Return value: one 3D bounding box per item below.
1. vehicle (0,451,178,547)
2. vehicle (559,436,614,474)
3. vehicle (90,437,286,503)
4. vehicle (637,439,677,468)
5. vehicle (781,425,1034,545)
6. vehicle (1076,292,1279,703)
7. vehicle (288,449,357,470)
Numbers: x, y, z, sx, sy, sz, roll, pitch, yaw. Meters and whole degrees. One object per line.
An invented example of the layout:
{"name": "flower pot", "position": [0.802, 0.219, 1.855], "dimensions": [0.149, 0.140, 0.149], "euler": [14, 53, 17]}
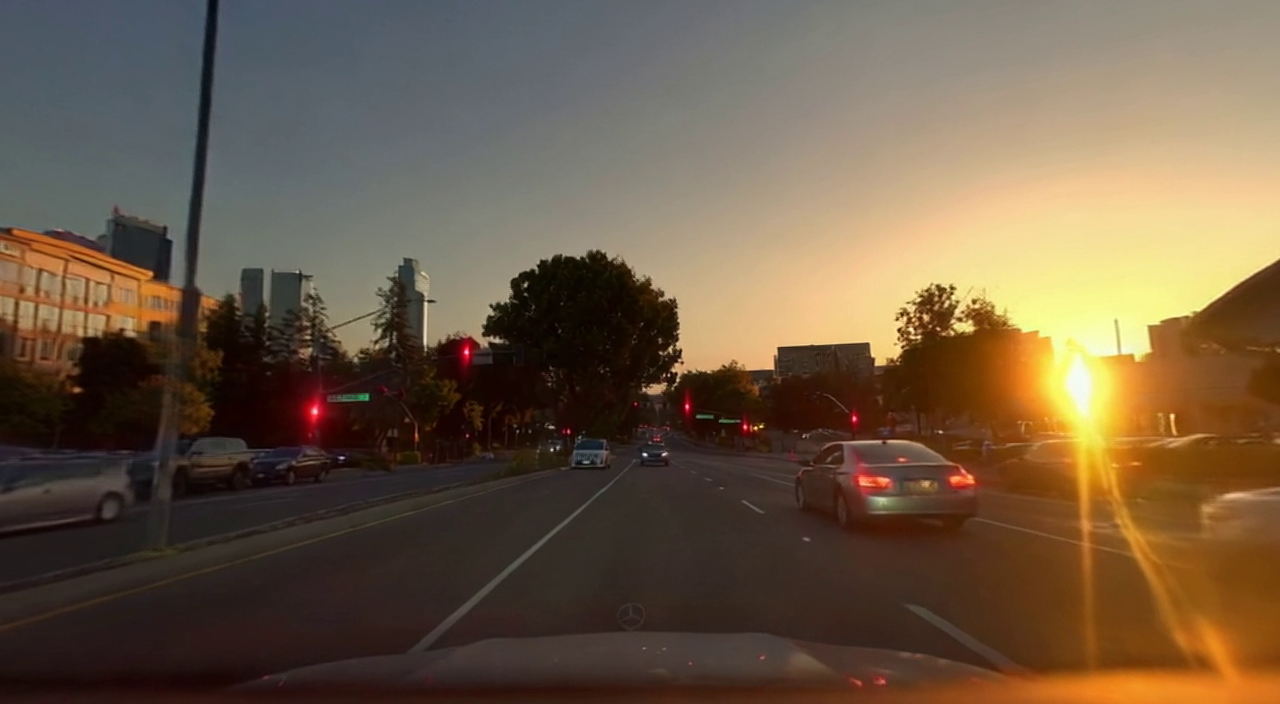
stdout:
{"name": "vehicle", "position": [-10.978, 2.549, 11.403], "dimensions": [1.884, 1.456, 4.356], "euler": [0, -8, 1]}
{"name": "vehicle", "position": [-2.452, 4.856, 29.939], "dimensions": [2.057, 1.678, 4.639], "euler": [-1, -8, 2]}
{"name": "vehicle", "position": [-14.999, 3.916, 21.560], "dimensions": [2.337, 1.895, 5.872], "euler": [0, -8, 0]}
{"name": "vehicle", "position": [0.920, 5.553, 34.671], "dimensions": [2.059, 1.477, 3.988], "euler": [0, -8, 1]}
{"name": "vehicle", "position": [3.949, 2.052, 10.515], "dimensions": [2.109, 1.510, 4.927], "euler": [0, -8, 1]}
{"name": "vehicle", "position": [3.357, 0.469, 0.662], "dimensions": [2.282, 1.797, 4.924], "euler": [0, -8, 1]}
{"name": "vehicle", "position": [-24.888, 8.431, 49.491], "dimensions": [4.687, 1.482, 1.914], "euler": [4, -9, -28]}
